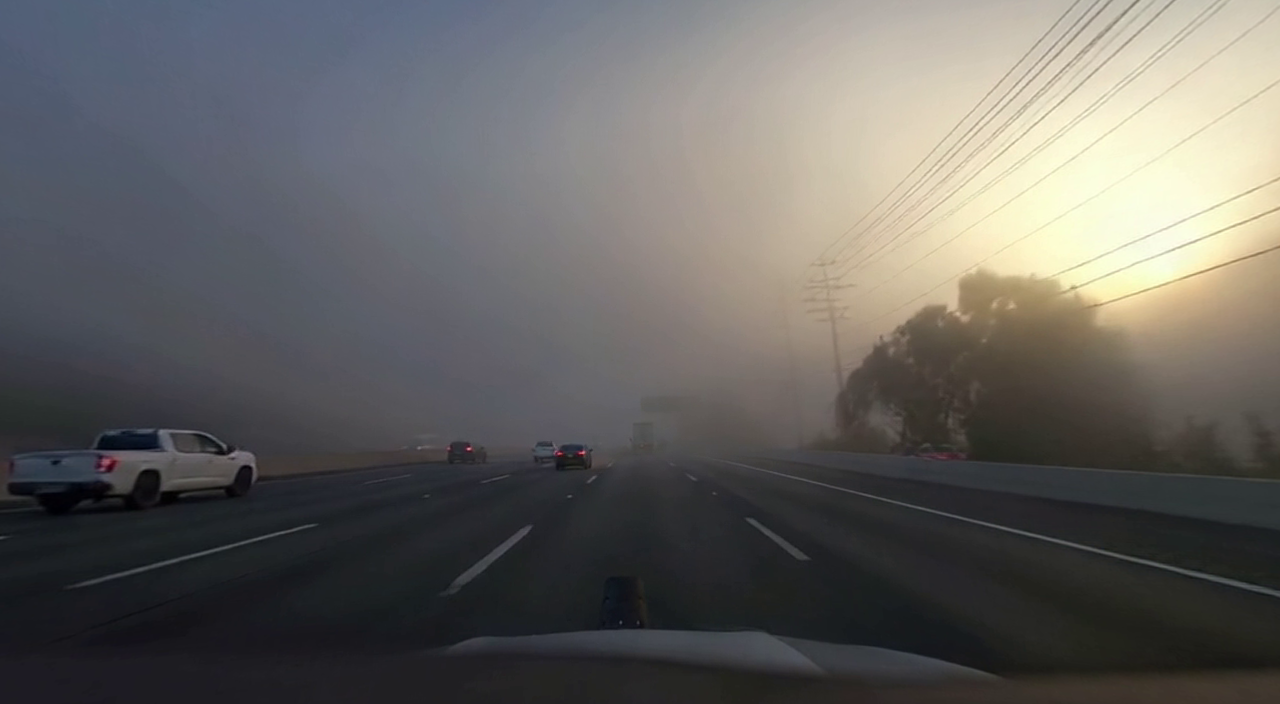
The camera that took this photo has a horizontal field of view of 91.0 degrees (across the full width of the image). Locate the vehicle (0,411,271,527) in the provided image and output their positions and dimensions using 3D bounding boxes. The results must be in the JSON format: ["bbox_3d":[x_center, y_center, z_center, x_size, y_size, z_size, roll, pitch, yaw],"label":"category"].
[{"bbox_3d":[-10.628,2.330,13.126,2.310,1.853,5.817,0,-9,1],"label":"vehicle"}]

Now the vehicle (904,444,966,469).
[{"bbox_3d":[19.622,6.949,42.110,1.985,1.521,4.827,-1,-9,3],"label":"vehicle"}]

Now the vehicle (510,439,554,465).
[{"bbox_3d":[-6.886,6.431,40.622,1.946,1.514,4.687,0,-9,1],"label":"vehicle"}]

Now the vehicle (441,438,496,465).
[{"bbox_3d":[-10.856,6.342,40.228,2.058,1.621,4.739,0,-9,1],"label":"vehicle"}]

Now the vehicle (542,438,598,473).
[{"bbox_3d":[-3.240,4.939,30.187,2.045,1.532,4.954,0,-9,1],"label":"vehicle"}]
